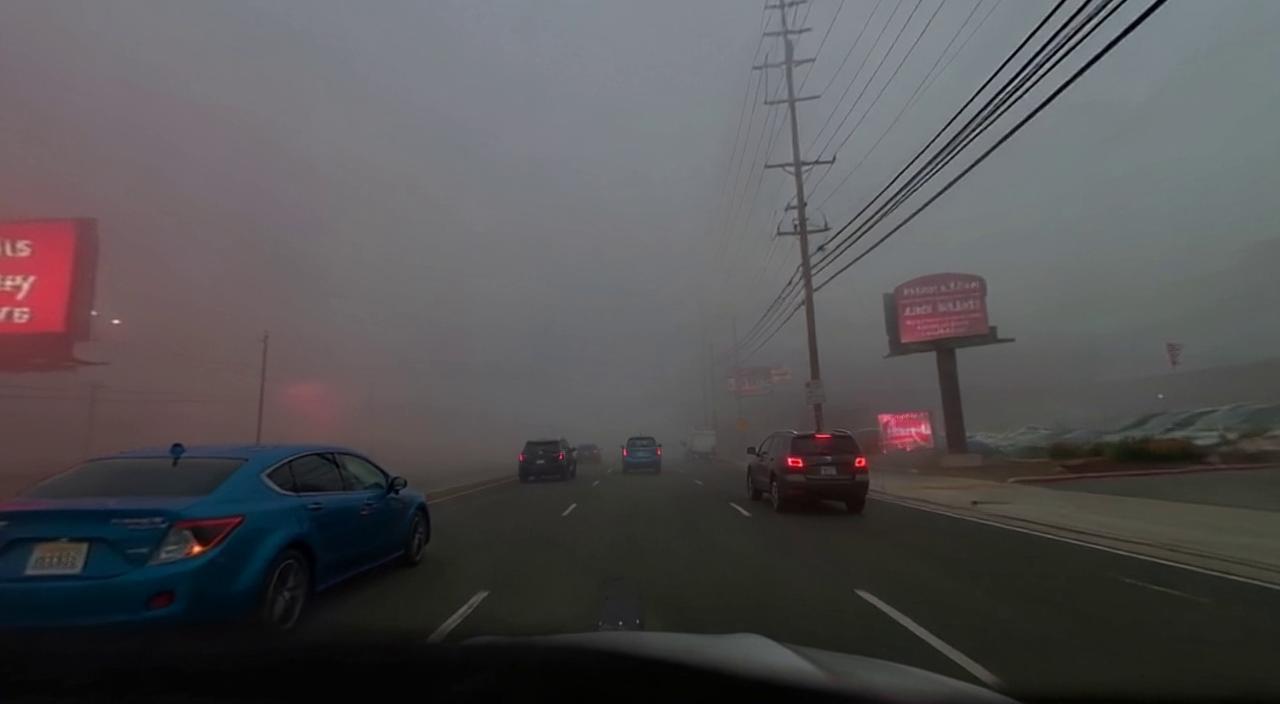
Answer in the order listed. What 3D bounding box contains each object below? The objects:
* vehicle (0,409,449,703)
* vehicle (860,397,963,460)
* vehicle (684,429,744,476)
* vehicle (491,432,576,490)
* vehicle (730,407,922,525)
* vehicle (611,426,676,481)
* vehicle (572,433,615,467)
[{"bbox_3d":[-3.277,1.348,5.208,2.022,1.498,4.471,0,-8,0],"label":"vehicle"},{"bbox_3d":[12.519,3.661,29.651,2.477,2.665,5.203,0,-8,0],"label":"vehicle"},{"bbox_3d":[3.148,4.401,27.814,2.026,1.904,4.102,0,-8,-2],"label":"vehicle"},{"bbox_3d":[-3.310,3.483,20.481,2.051,1.671,3.861,0,-8,0],"label":"vehicle"},{"bbox_3d":[3.380,2.211,12.791,2.282,1.897,4.915,0,-8,-1],"label":"vehicle"},{"bbox_3d":[0.088,3.955,24.801,2.326,1.925,4.253,0,-8,-1],"label":"vehicle"},{"bbox_3d":[-2.936,6.365,41.295,2.405,2.009,5.909,0,-8,0],"label":"vehicle"}]
